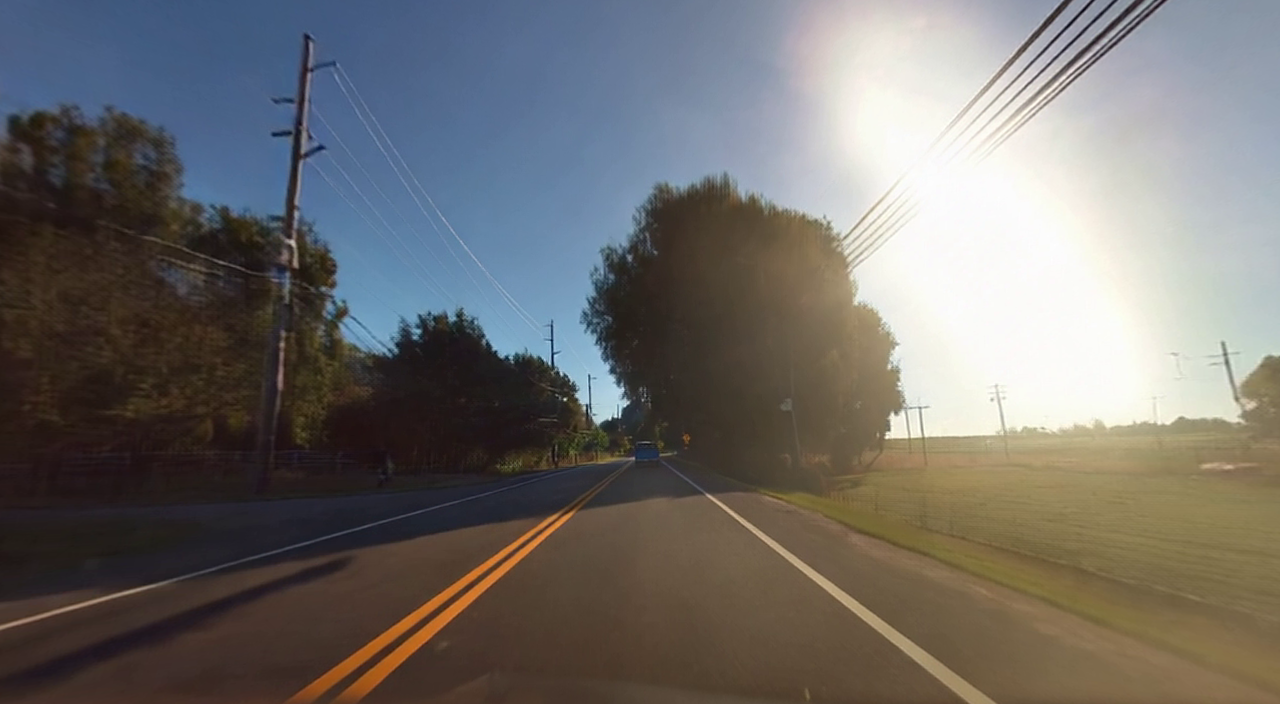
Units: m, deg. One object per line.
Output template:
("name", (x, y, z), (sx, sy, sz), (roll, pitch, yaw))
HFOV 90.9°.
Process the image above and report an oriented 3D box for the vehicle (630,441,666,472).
("vehicle", (0.527, 7.545, 45.741), (2.468, 2.056, 4.422), (0, -9, 0))
